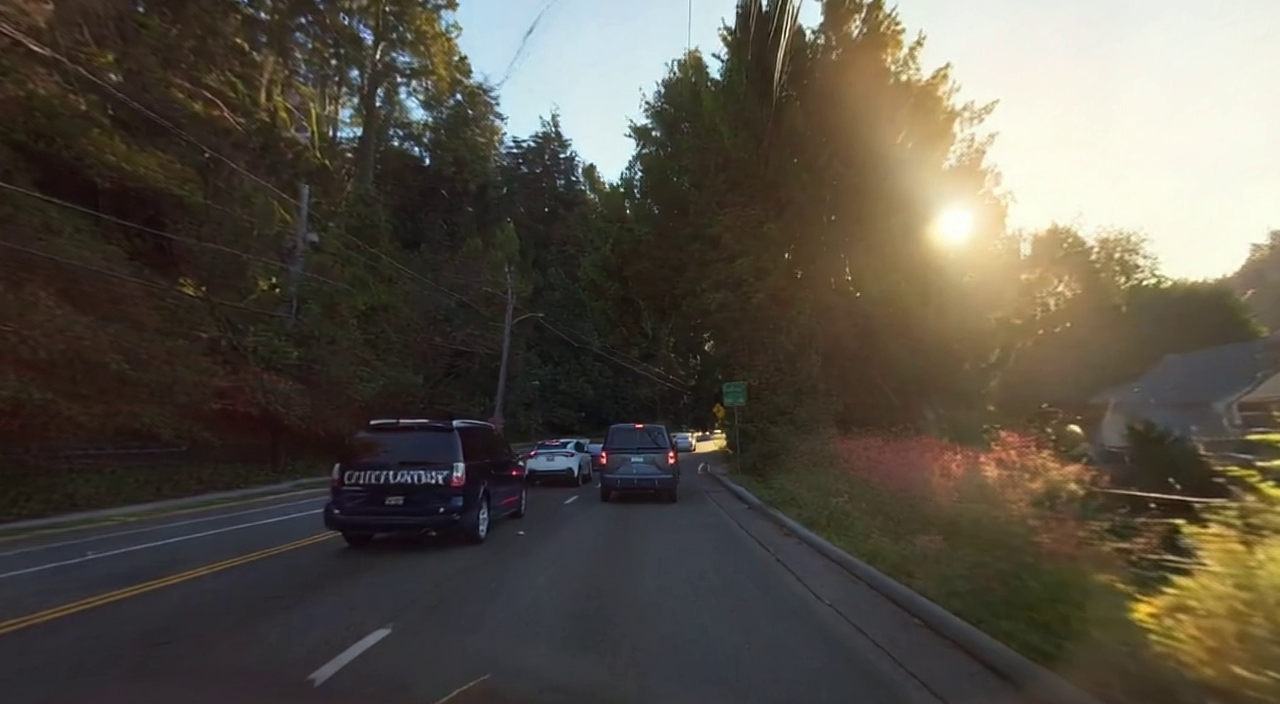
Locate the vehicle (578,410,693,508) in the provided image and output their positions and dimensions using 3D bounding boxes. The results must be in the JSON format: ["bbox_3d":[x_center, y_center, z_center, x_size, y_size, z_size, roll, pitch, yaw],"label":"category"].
[{"bbox_3d":[-0.006,2.406,14.474,2.241,1.912,4.095,-1,-8,2],"label":"vehicle"}]

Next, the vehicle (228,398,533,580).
[{"bbox_3d":[-2.986,1.705,8.656,2.062,1.796,4.657,-1,-8,2],"label":"vehicle"}]
